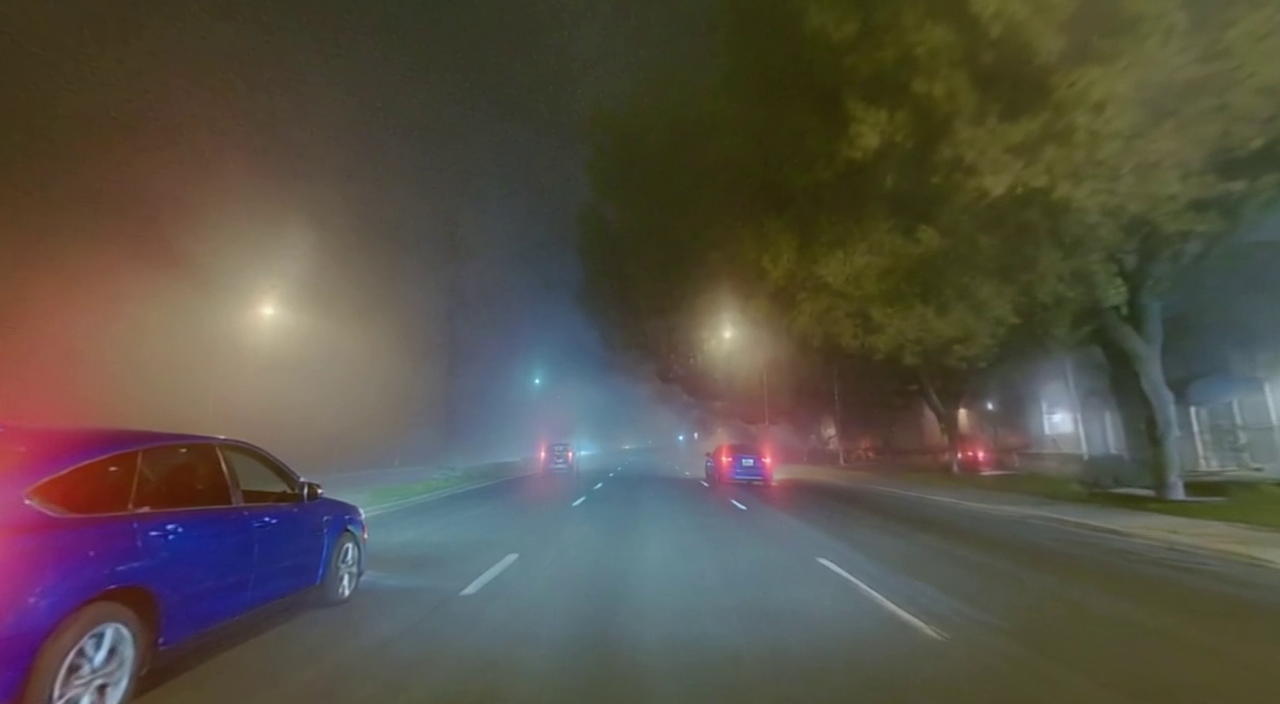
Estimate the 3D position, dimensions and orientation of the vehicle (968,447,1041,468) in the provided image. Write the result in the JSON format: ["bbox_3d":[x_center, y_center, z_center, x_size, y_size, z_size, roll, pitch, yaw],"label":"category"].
[{"bbox_3d":[28.809,8.317,49.869,4.587,1.518,1.843,0,-7,1],"label":"vehicle"}]

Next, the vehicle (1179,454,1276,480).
[{"bbox_3d":[34.679,6.778,37.240,3.954,1.401,1.980,1,-8,-6],"label":"vehicle"}]

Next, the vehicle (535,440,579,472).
[{"bbox_3d":[-4.437,5.619,34.279,2.113,1.626,4.129,0,-8,-4],"label":"vehicle"}]

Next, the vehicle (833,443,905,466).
[{"bbox_3d":[16.692,7.498,46.104,4.458,1.560,2.045,0,-8,-1],"label":"vehicle"}]

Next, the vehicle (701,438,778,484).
[{"bbox_3d":[3.488,3.926,22.989,2.083,1.474,4.360,0,-8,0],"label":"vehicle"}]

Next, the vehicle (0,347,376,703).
[{"bbox_3d":[-3.560,1.015,3.605,2.023,1.720,4.741,0,-8,0],"label":"vehicle"}]
